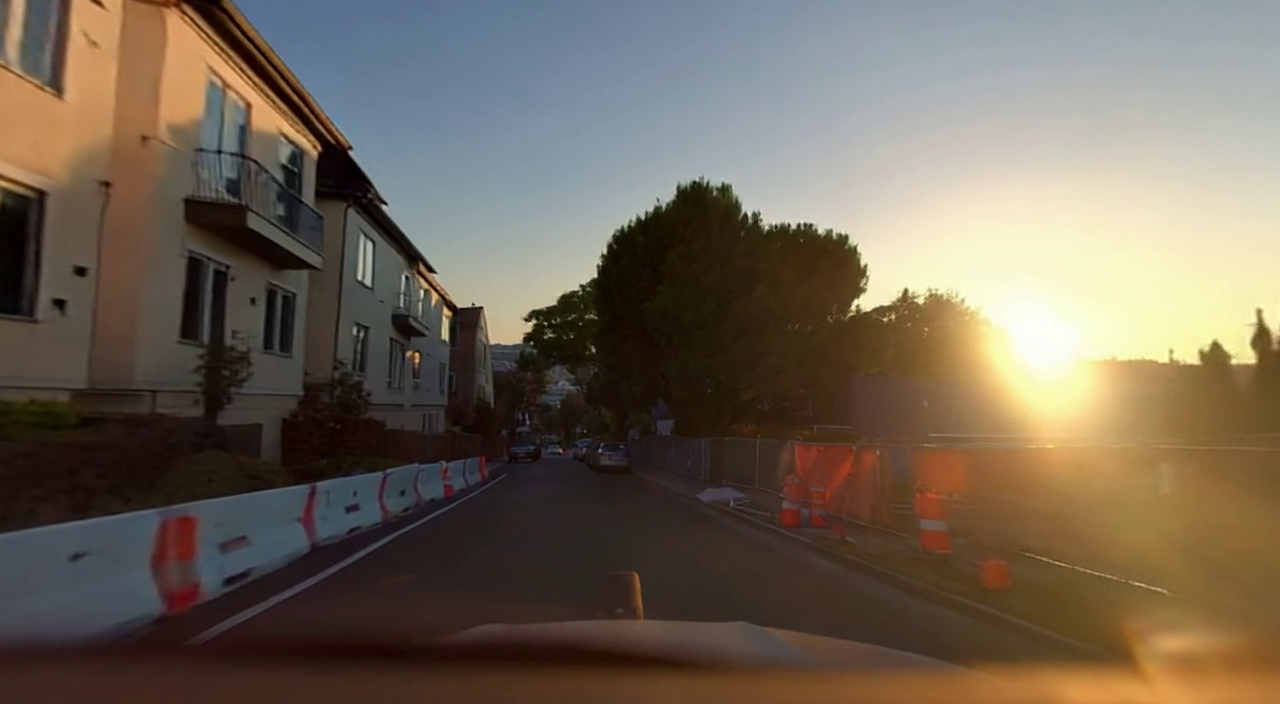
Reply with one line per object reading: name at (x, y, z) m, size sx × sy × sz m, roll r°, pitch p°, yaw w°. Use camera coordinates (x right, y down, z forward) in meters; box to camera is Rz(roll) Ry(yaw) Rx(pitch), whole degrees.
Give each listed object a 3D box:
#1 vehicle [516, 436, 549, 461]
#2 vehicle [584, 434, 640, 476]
vehicle at (-7.116, 6.418, 41.974) m, size 1.834 × 1.543 × 3.497 m, roll 0°, pitch -8°, yaw -4°
vehicle at (-1.363, 4.671, 28.889) m, size 2.066 × 1.739 × 4.234 m, roll 1°, pitch -8°, yaw -9°
